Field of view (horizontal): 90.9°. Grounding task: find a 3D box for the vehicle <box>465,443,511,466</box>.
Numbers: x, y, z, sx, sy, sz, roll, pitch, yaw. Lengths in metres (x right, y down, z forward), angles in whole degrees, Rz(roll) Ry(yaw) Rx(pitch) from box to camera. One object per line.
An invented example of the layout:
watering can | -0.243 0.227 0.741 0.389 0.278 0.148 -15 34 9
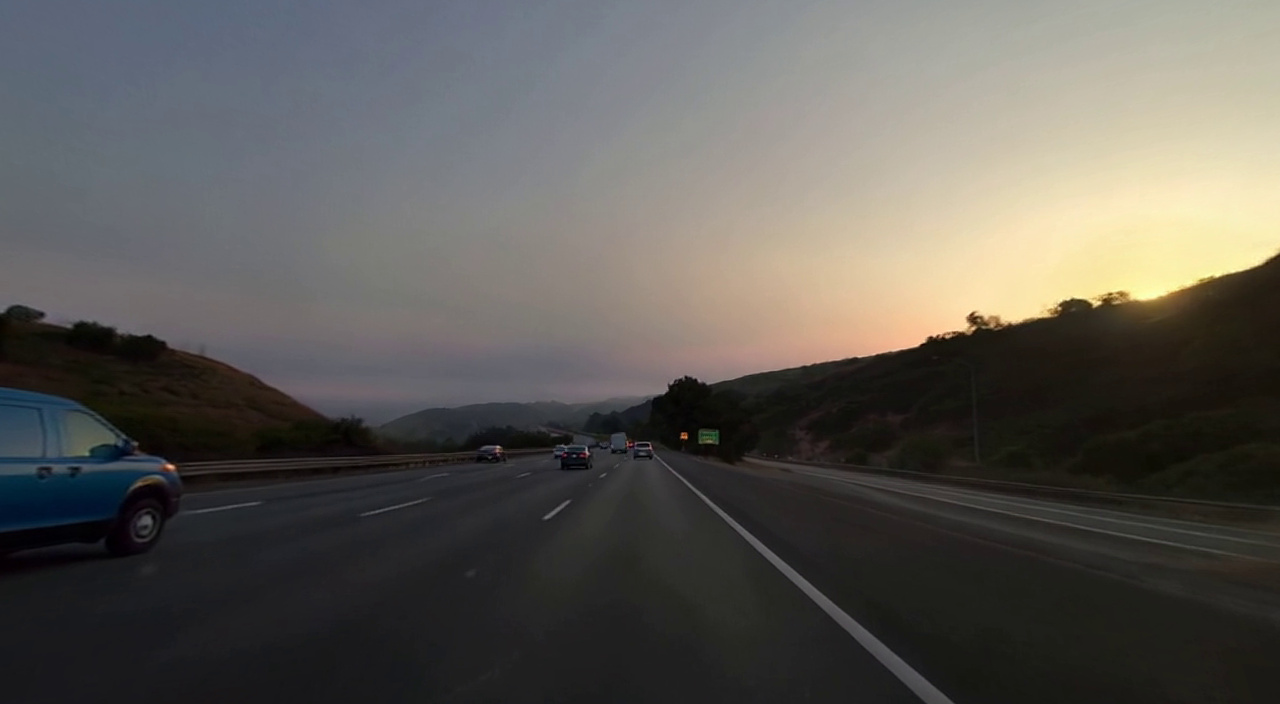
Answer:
vehicle | -10.538 7.148 44.141 1.945 1.466 4.947 0 -8 1

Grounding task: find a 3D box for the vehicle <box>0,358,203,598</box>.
vehicle | -6.984 1.093 5.343 2.437 2.135 5.643 0 -8 1

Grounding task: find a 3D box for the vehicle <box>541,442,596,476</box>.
vehicle | -3.359 5.146 30.702 2.080 1.505 4.649 0 -8 1
